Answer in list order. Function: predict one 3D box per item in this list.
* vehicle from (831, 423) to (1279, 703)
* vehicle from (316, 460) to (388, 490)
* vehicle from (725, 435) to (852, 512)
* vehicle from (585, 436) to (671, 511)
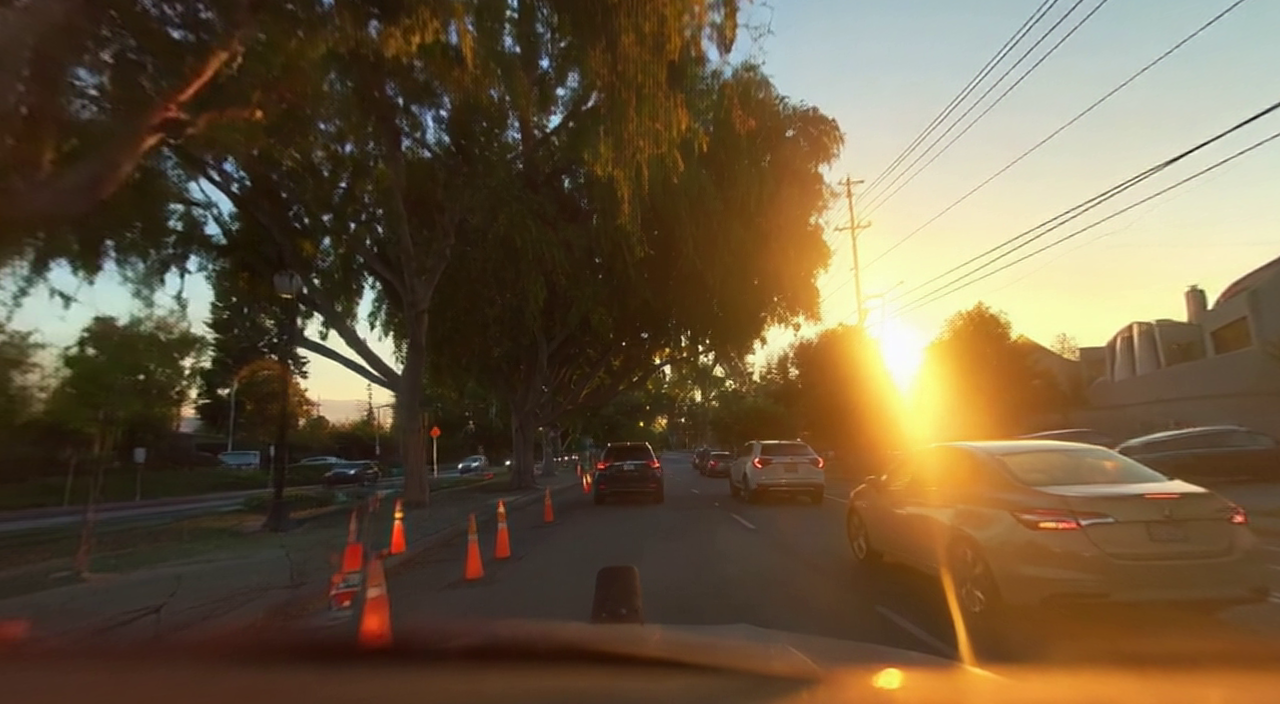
[{"bbox_3d":[3.423,1.443,5.589,1.977,1.460,4.565,0,-8,-1],"label":"vehicle"},{"bbox_3d":[-16.306,6.996,36.097,1.973,1.457,4.564,-1,-8,0],"label":"vehicle"},{"bbox_3d":[3.763,3.160,17.016,2.116,1.726,4.672,0,-8,-2],"label":"vehicle"},{"bbox_3d":[-0.316,3.194,17.103,2.050,1.745,3.915,-1,-8,0],"label":"vehicle"}]
